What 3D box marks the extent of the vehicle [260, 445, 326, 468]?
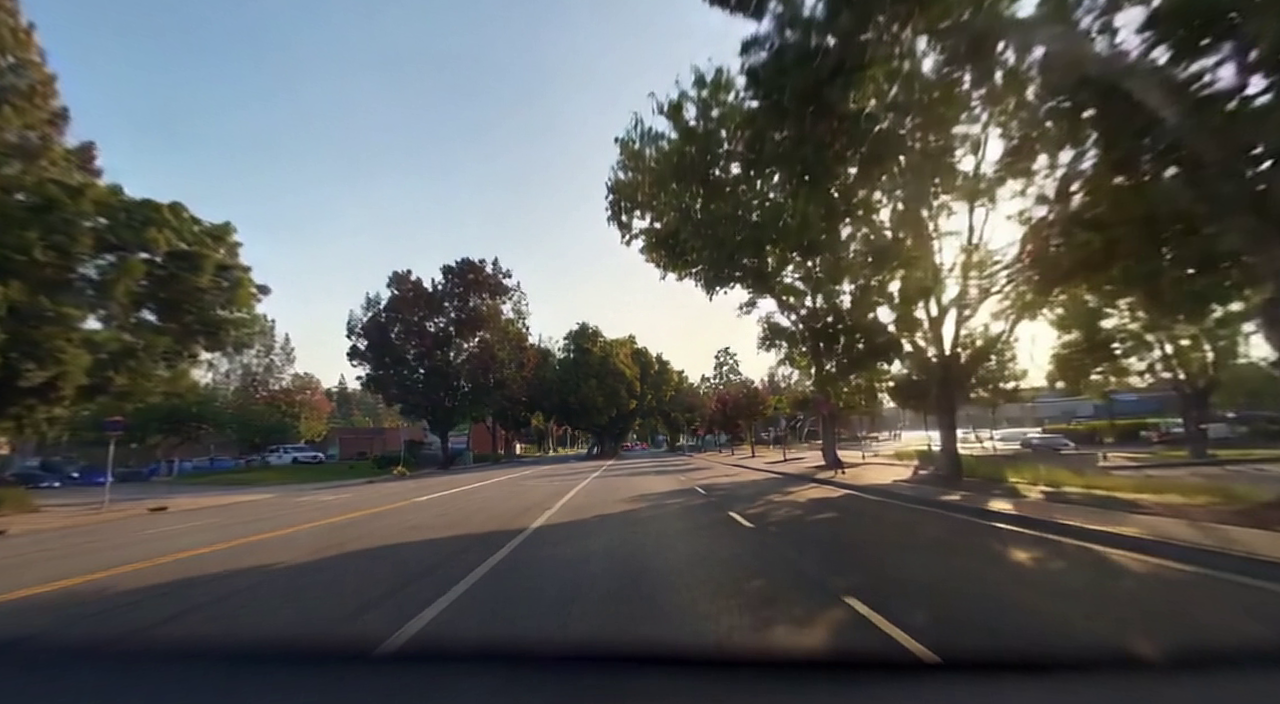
[{"bbox_3d":[-23.908,7.195,43.598,3.548,1.544,1.641,0,-8,1],"label":"vehicle"}]
